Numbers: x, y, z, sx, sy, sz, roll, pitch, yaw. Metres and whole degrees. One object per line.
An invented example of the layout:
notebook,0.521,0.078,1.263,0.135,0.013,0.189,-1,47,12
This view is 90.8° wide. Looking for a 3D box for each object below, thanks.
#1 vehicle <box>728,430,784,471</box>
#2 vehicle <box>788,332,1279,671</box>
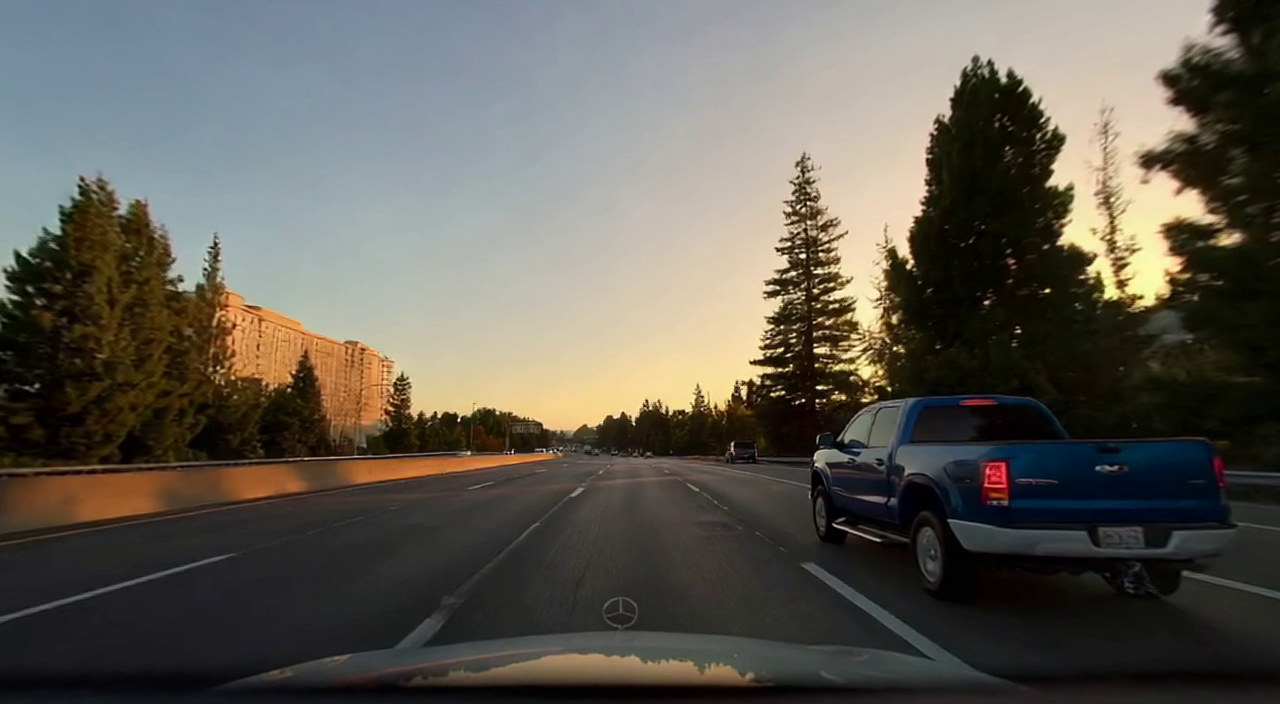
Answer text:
vehicle,6.815,5.872,37.837,2.158,2.268,5.396,0,-9,-1
vehicle,3.285,1.207,6.141,2.462,1.984,4.718,0,-8,-1
